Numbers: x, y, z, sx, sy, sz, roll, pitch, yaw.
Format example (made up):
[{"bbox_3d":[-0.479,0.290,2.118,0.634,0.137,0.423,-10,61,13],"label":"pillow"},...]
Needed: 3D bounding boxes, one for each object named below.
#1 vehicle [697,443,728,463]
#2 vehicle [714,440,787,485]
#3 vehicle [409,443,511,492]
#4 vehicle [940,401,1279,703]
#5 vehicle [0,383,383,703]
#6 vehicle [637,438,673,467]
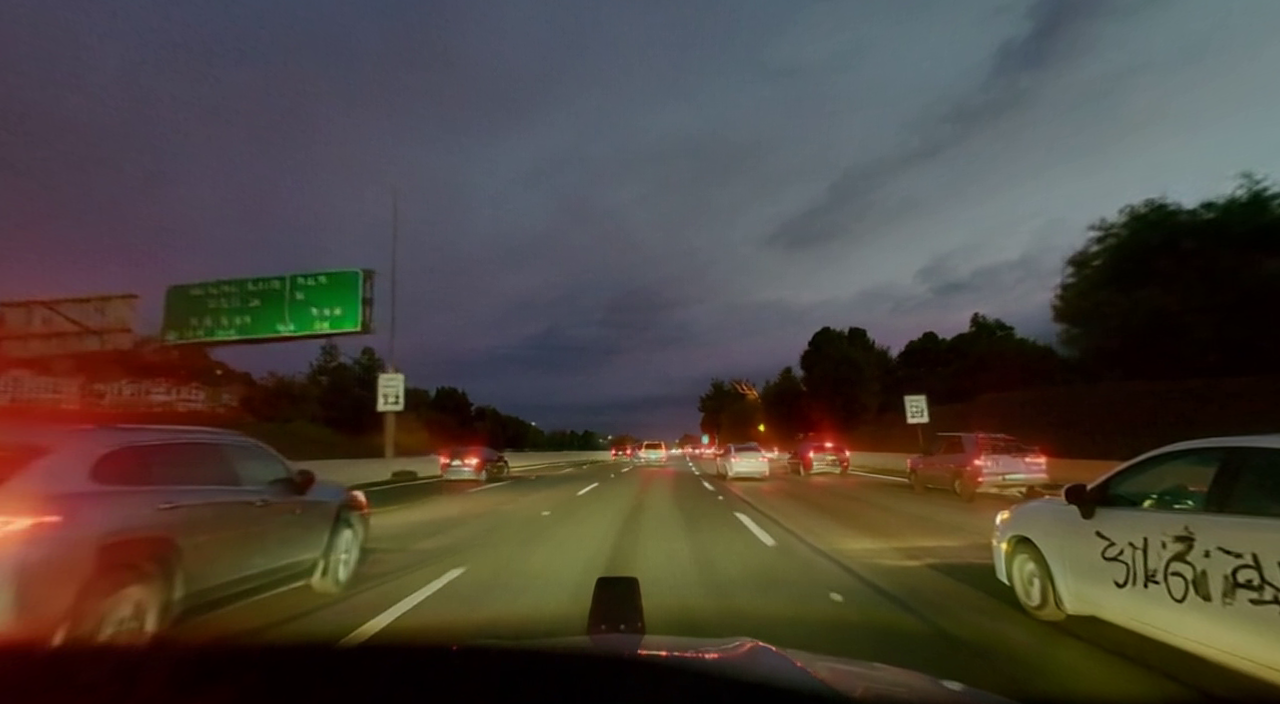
[{"bbox_3d":[5.685,7.923,49.670,2.078,1.456,3.926,0,-8,2],"label":"vehicle"},{"bbox_3d":[3.830,3.888,22.484,1.854,1.438,3.954,0,-8,0],"label":"vehicle"},{"bbox_3d":[-6.098,3.958,22.016,2.050,1.507,4.375,-1,-8,3],"label":"vehicle"},{"bbox_3d":[3.700,1.101,3.595,1.912,1.509,4.291,0,-8,1],"label":"vehicle"},{"bbox_3d":[-3.681,1.155,4.154,2.136,1.571,4.285,0,-8,0],"label":"vehicle"},{"bbox_3d":[0.931,6.405,40.297,2.183,1.764,4.134,0,-8,1],"label":"vehicle"}]
